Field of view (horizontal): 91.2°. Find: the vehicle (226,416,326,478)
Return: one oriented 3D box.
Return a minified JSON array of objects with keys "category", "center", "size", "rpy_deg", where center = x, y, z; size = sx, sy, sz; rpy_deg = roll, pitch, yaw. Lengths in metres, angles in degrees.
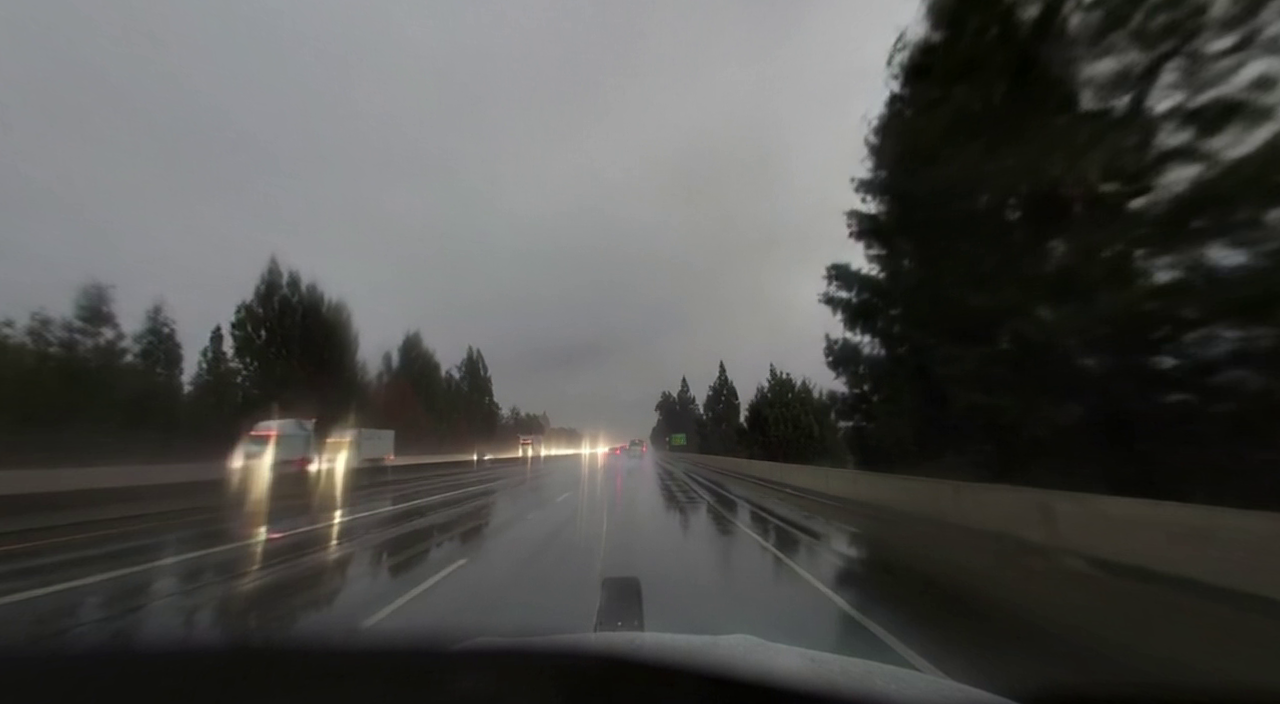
[{"category":"vehicle","center":[-23.649,6.226,41.140],"size":[2.974,3.729,5.780],"rpy_deg":[-1,-9,-1]}]
